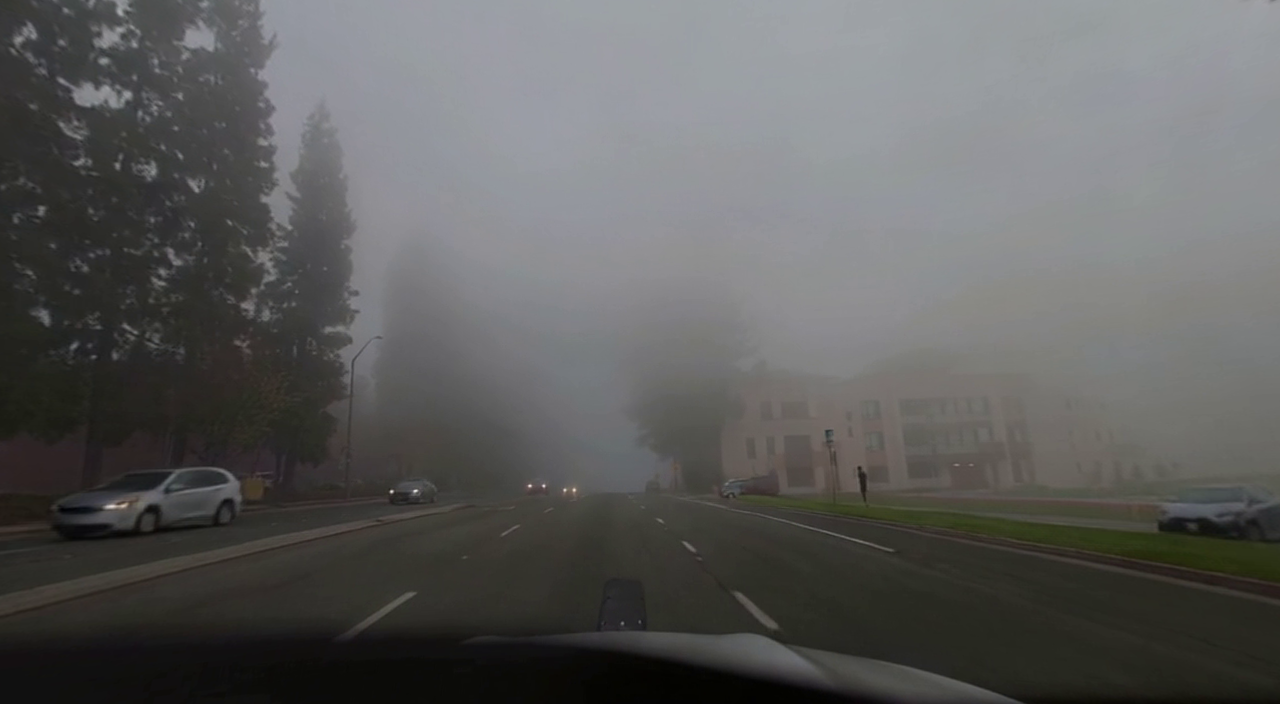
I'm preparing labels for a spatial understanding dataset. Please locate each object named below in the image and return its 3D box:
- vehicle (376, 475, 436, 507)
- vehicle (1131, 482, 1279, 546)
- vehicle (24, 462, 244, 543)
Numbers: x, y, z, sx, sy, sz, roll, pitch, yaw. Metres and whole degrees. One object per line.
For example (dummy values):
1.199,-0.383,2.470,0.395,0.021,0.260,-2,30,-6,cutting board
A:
-13.749,8.170,37.132,1.941,1.511,4.348,0,-8,-2,vehicle
16.145,4.337,16.940,4.030,1.483,1.859,-3,-15,-1,vehicle
-12.414,3.661,15.878,2.060,1.618,4.203,0,-8,-1,vehicle
